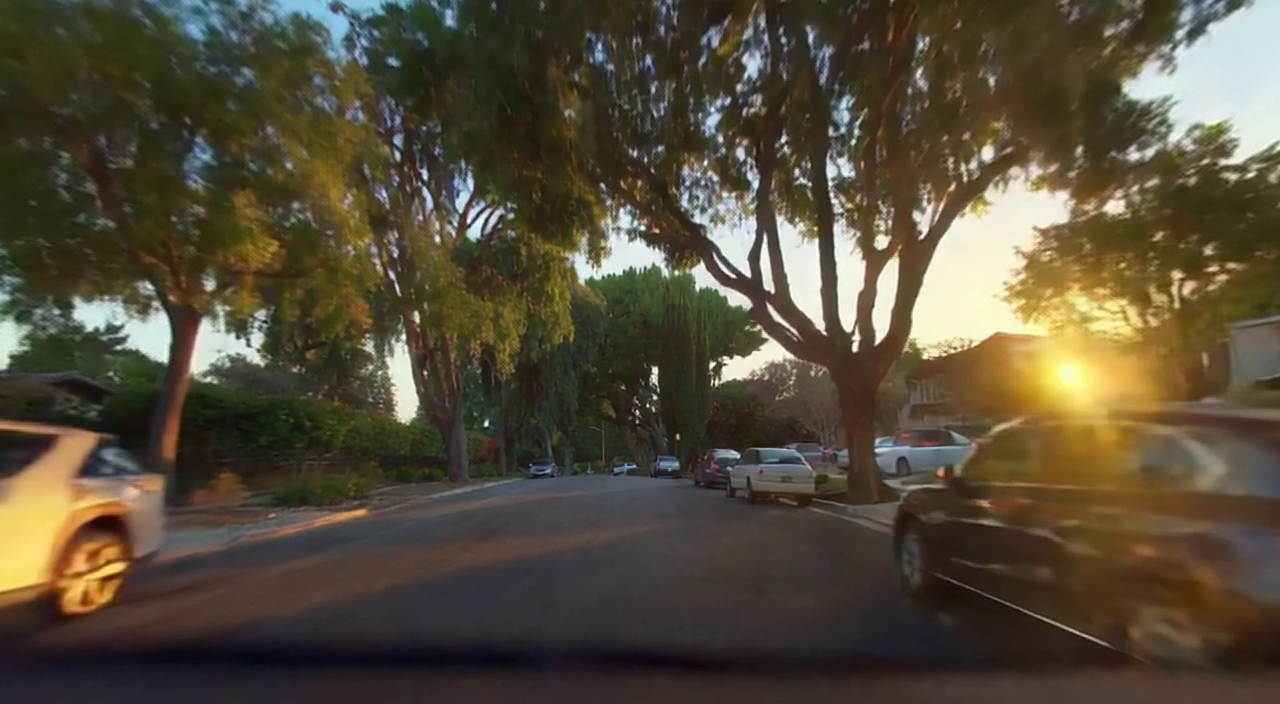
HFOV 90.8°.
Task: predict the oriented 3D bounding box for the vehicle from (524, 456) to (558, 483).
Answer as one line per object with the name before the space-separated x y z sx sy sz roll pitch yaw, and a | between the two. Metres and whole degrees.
vehicle | -7.147 8.438 45.755 2.051 1.575 4.581 -2 -7 -5

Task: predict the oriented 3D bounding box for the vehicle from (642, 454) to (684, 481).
vehicle | 1.574 8.158 44.805 2.163 1.742 4.239 1 -9 -8

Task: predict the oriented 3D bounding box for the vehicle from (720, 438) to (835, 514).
vehicle | 3.454 3.188 16.853 1.970 1.709 4.568 -1 -8 0

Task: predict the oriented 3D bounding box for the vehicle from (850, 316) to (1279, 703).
vehicle | 3.251 1.086 4.046 2.229 1.826 4.611 -1 -8 1

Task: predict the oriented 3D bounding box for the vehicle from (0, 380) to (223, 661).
vehicle | -5.067 1.019 3.561 2.155 1.729 4.799 -2 -8 0
